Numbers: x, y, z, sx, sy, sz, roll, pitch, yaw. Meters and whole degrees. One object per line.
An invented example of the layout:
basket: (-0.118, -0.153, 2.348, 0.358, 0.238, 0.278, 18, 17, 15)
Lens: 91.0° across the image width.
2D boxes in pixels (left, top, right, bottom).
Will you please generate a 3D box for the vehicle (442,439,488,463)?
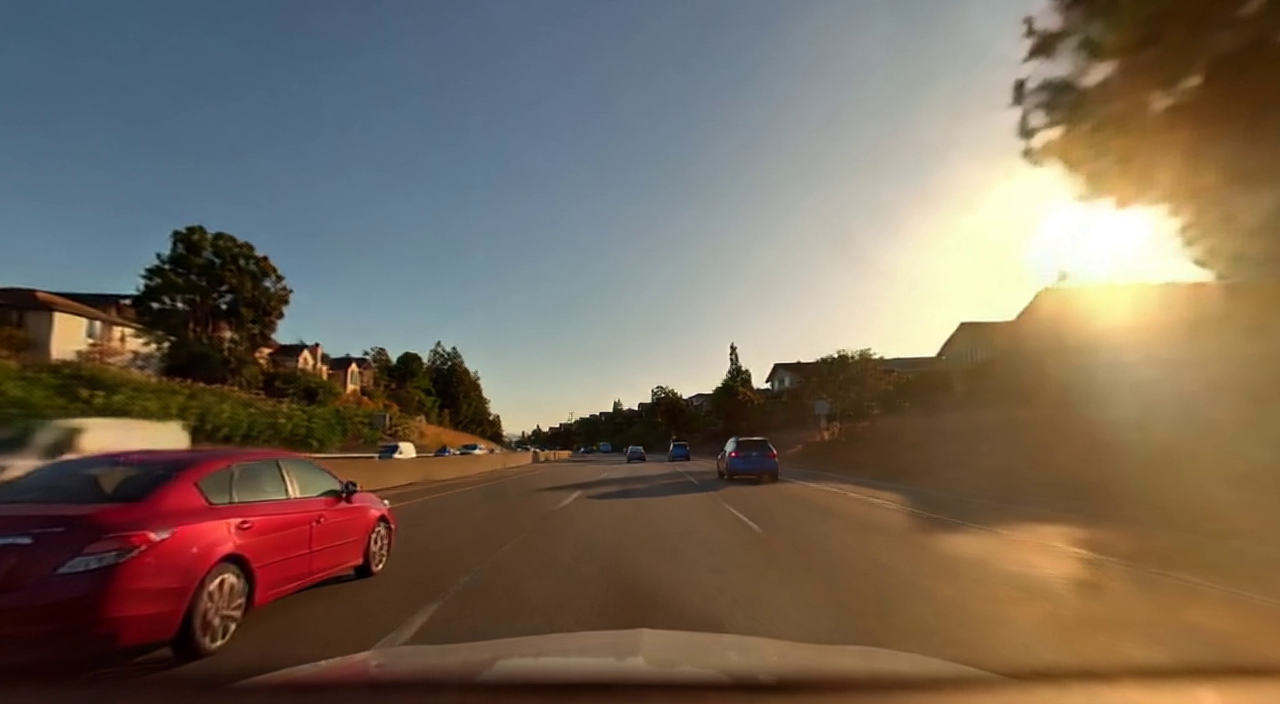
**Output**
vehicle: (-11.555, 6.541, 41.801, 1.874, 1.499, 3.788, 0, -9, 0)

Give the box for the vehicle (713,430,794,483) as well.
vehicle: (3.937, 3.723, 22.620, 2.092, 1.686, 4.188, 0, -9, -1)

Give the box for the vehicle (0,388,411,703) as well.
vehicle: (-3.585, 1.233, 4.691, 2.036, 1.528, 4.400, 0, -9, 1)
